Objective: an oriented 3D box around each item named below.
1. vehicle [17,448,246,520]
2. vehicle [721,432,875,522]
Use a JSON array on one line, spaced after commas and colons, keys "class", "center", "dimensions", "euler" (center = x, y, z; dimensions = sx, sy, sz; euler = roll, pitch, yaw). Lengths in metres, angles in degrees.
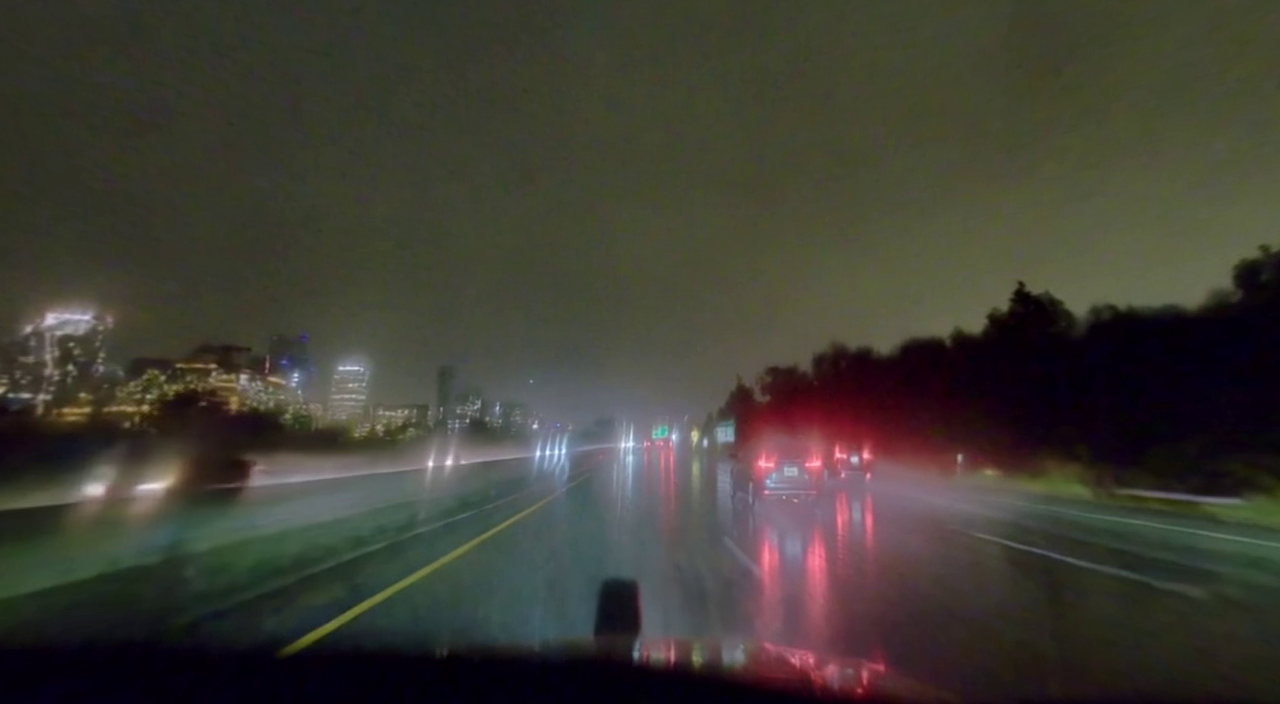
[{"class": "vehicle", "center": [-13.696, 3.524, 17.548], "dimensions": [2.161, 1.666, 4.887], "euler": [0, -8, 2]}, {"class": "vehicle", "center": [3.031, 2.506, 13.290], "dimensions": [1.982, 1.533, 4.612], "euler": [0, -8, -1]}]
